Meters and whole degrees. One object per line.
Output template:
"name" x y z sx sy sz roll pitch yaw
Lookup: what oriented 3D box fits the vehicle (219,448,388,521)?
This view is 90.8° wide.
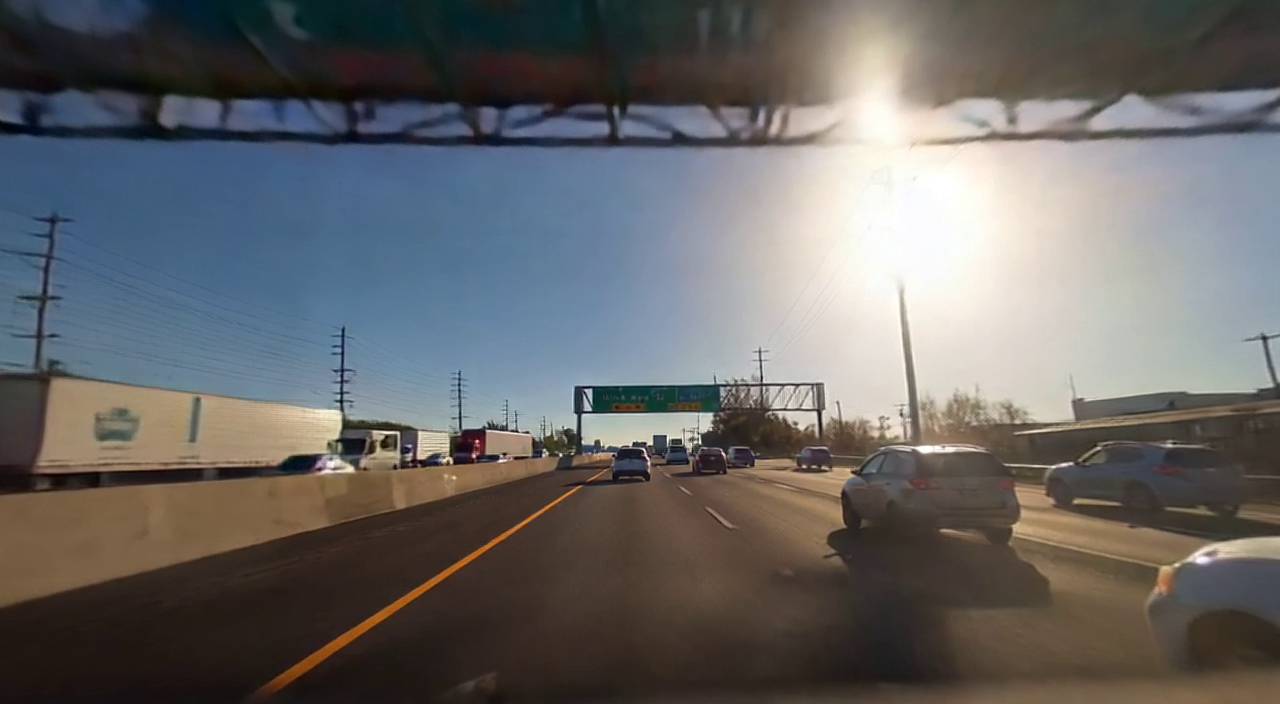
"vehicle" -8.069 3.174 15.664 1.931 1.541 4.018 0 -9 0

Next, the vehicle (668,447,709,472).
"vehicle" 3.002 6.710 39.784 2.115 1.481 3.968 0 -9 -2

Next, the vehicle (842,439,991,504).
"vehicle" 7.049 3.074 16.689 1.958 1.473 4.201 0 -8 -1

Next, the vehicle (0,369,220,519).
"vehicle" -18.356 2.957 20.128 3.068 3.921 9.552 0 -9 1

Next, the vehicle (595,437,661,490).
"vehicle" -0.455 4.204 24.168 2.298 1.809 4.359 0 -9 -1

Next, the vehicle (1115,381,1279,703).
"vehicle" 3.407 0.719 1.245 1.967 1.547 3.777 0 -9 0

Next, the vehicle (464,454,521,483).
"vehicle" -8.253 6.526 35.759 2.086 1.477 4.438 0 -9 1

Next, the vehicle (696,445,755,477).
"vehicle" 4.166 5.360 31.382 1.934 1.461 4.368 1 -9 -5

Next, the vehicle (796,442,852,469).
"vehicle" 11.010 6.221 38.060 1.901 1.485 4.483 0 -9 -2
